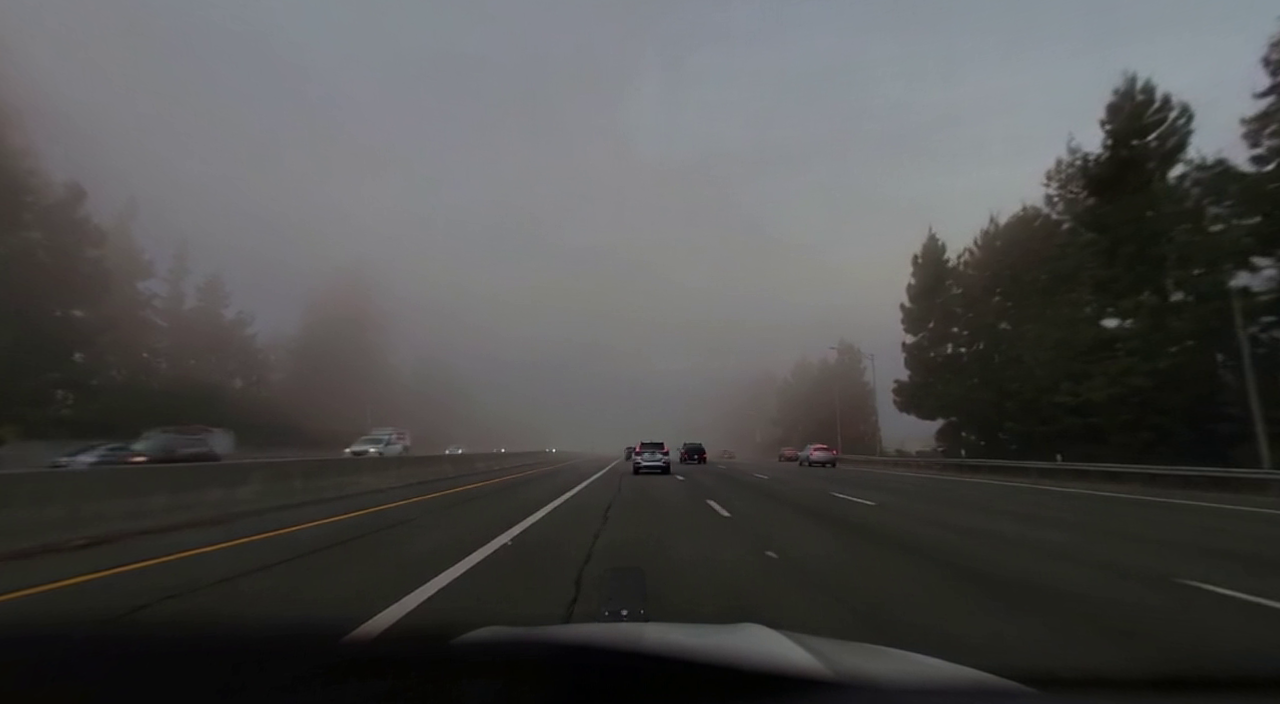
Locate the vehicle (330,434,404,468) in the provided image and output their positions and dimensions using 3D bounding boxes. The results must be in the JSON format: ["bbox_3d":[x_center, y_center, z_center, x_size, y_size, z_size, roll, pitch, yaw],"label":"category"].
[{"bbox_3d":[-18.206,6.640,42.478,2.375,2.048,5.835,0,-8,0],"label":"vehicle"}]

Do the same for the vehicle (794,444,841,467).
[{"bbox_3d":[11.917,6.976,42.608,1.872,1.459,4.502,0,-8,1],"label":"vehicle"}]

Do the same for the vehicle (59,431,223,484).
[{"bbox_3d":[-18.424,3.920,23.694,2.118,1.761,4.873,0,-8,0],"label":"vehicle"}]

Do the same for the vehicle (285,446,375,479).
[{"bbox_3d":[-14.045,5.008,28.917,1.853,1.369,4.413,0,-8,1],"label":"vehicle"}]

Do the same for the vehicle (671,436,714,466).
[{"bbox_3d":[3.683,7.144,45.555,2.505,2.020,5.532,0,-8,-1],"label":"vehicle"}]

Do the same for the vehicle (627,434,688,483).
[{"bbox_3d":[0.573,4.137,24.720,2.105,1.711,4.293,0,-8,-2],"label":"vehicle"}]
